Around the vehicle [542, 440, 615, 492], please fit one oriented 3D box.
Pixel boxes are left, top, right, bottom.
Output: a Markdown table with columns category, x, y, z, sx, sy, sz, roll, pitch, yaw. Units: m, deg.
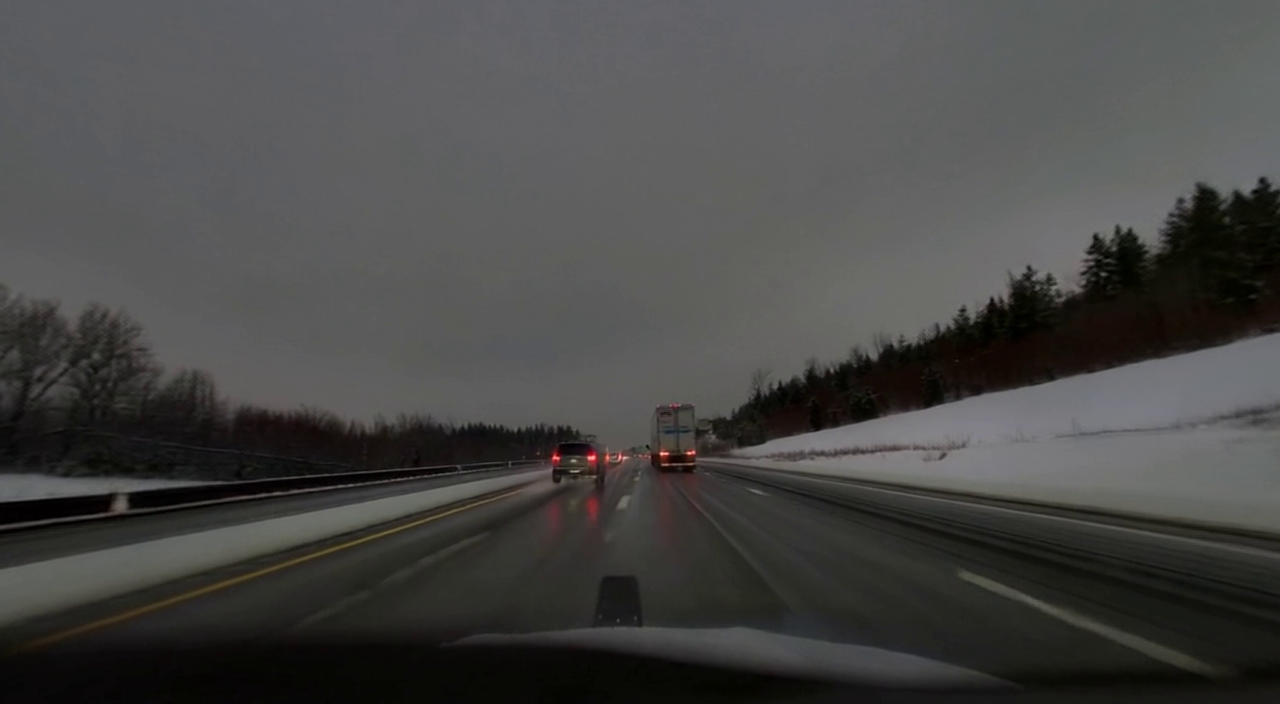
| category | x | y | z | sx | sy | sz | roll | pitch | yaw |
| --- | --- | --- | --- | --- | --- | --- | --- | --- | --- |
| vehicle | -2.132 | 4.094 | 22.902 | 2.160 | 1.691 | 4.243 | 0 | -9 | 1 |
